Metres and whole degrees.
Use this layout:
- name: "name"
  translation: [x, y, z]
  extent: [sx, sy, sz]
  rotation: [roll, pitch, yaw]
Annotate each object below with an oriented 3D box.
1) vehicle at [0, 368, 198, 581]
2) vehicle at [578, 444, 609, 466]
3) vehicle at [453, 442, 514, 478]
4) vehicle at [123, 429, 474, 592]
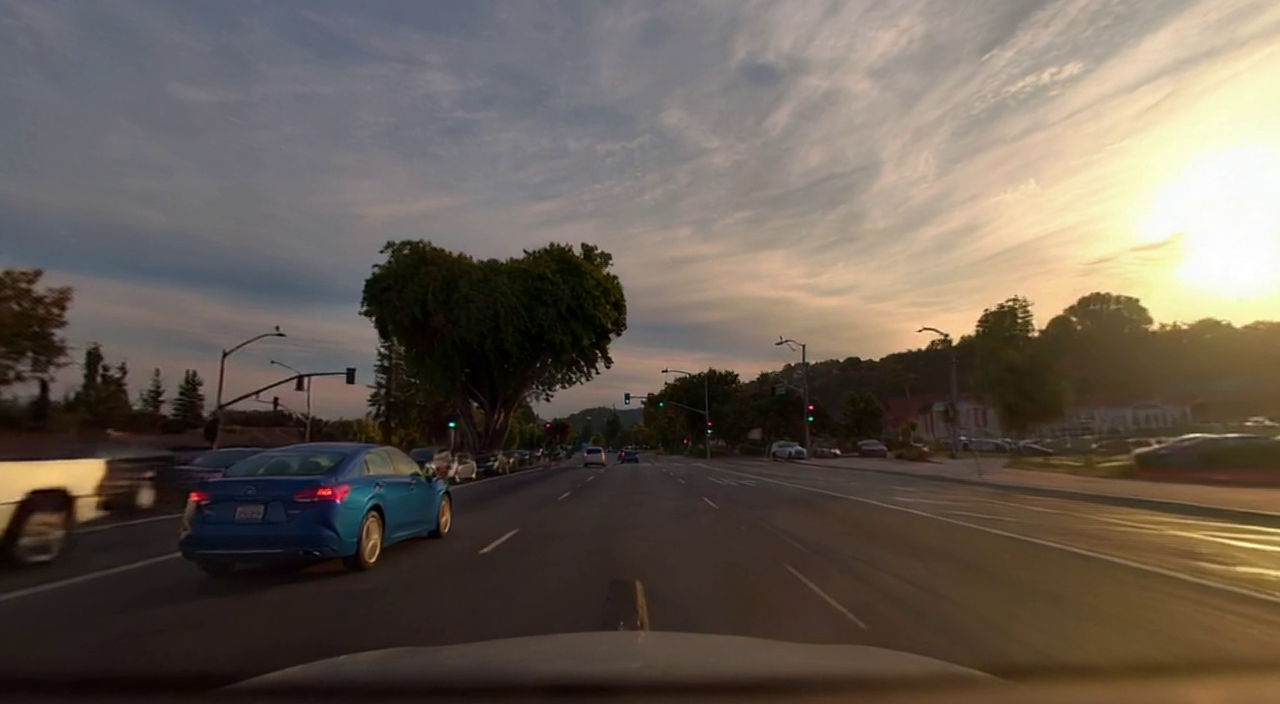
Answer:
- name: "vehicle"
  translation: [-7.319, 1.117, 5.680]
  extent: [2.274, 2.040, 6.031]
  rotation: [0, -9, 0]
- name: "vehicle"
  translation: [-3.577, 8.056, 49.492]
  extent: [2.103, 1.592, 4.160]
  rotation: [0, -9, 0]
- name: "vehicle"
  translation: [-7.737, 5.371, 31.614]
  extent: [1.964, 1.627, 4.147]
  rotation: [0, -9, 0]
- name: "vehicle"
  translation: [-3.612, 1.739, 7.845]
  extent: [1.905, 1.418, 4.396]
  rotation: [0, -9, 0]
